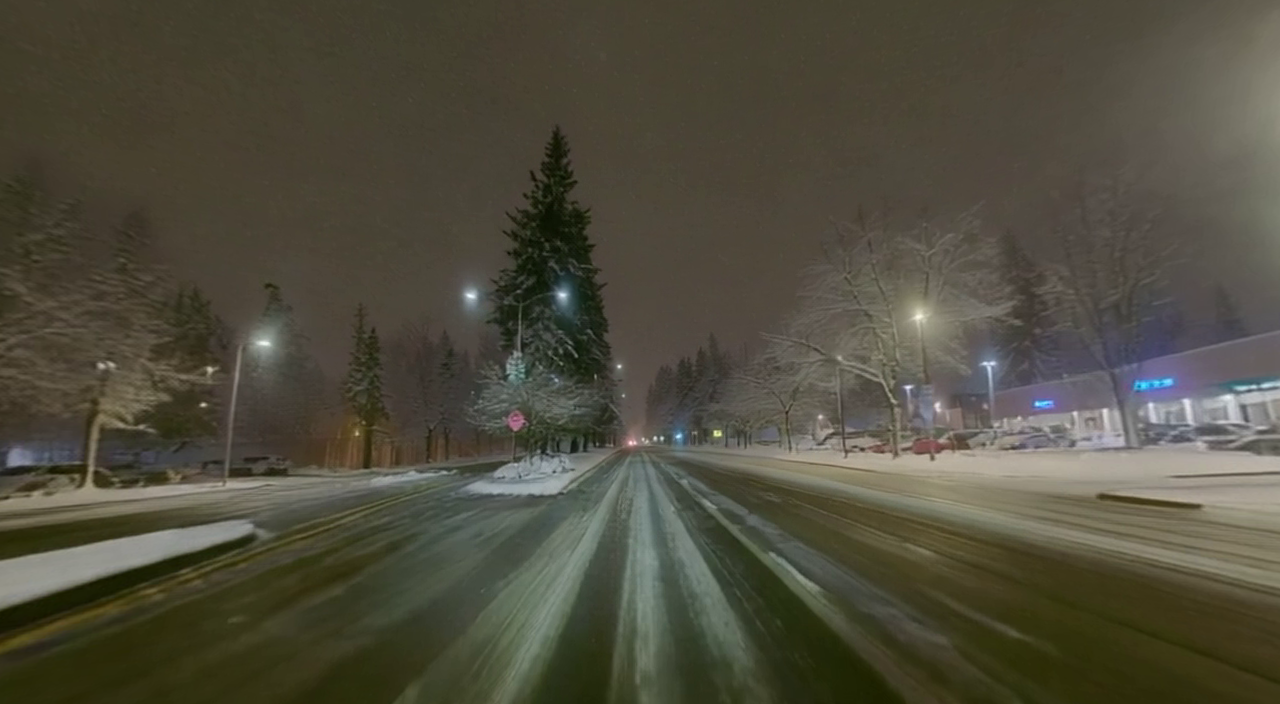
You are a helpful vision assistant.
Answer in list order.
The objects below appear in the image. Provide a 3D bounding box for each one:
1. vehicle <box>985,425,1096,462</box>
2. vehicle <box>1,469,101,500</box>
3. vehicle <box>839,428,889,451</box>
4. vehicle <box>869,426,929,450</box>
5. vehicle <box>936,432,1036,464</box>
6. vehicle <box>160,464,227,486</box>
[{"bbox_3d":[19.698,4.557,31.380,1.995,1.673,4.725,-1,-8,-6],"label":"vehicle"},{"bbox_3d":[-29.627,6.644,31.847,3.380,1.342,1.686,-2,-8,1],"label":"vehicle"},{"bbox_3d":[17.612,6.948,49.905,1.912,1.646,4.870,-1,-9,-2],"label":"vehicle"},{"bbox_3d":[18.130,6.091,44.472,1.890,1.612,4.797,1,-8,-5],"label":"vehicle"},{"bbox_3d":[17.199,4.793,31.691,1.974,1.446,4.614,1,-8,-7],"label":"vehicle"},{"bbox_3d":[-30.258,8.314,42.842,3.332,1.364,1.702,-1,-8,7],"label":"vehicle"}]
